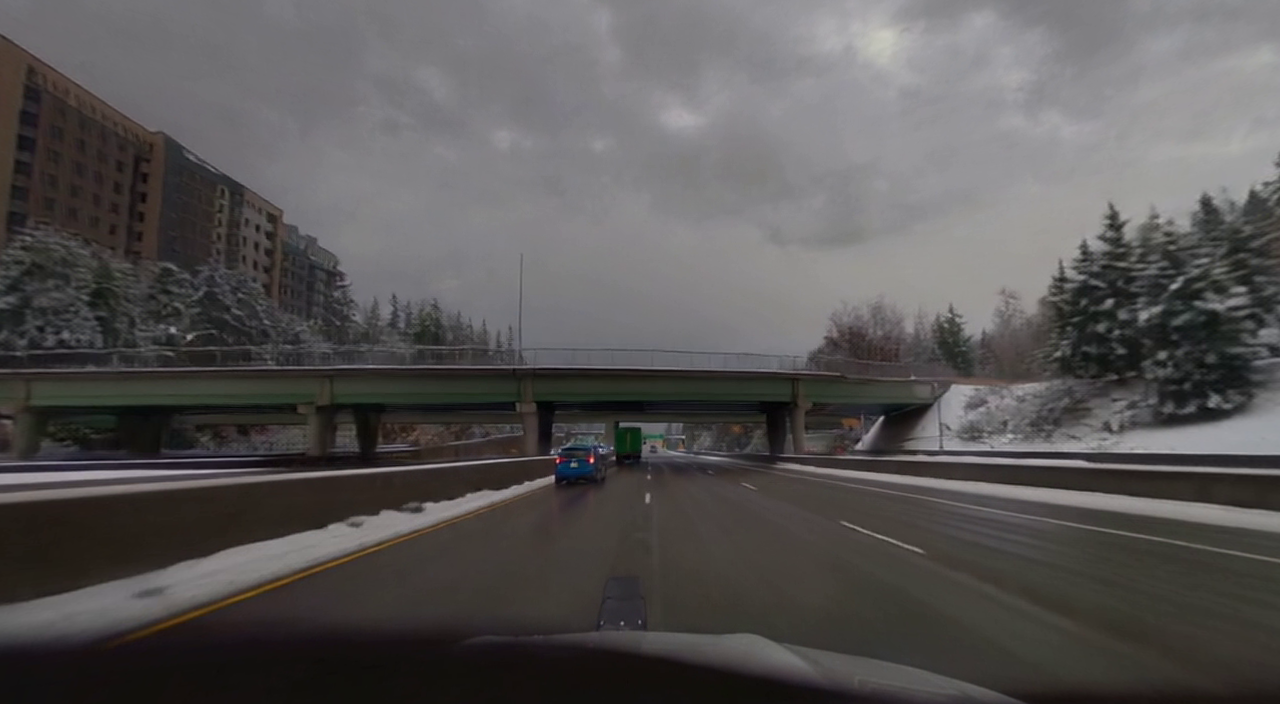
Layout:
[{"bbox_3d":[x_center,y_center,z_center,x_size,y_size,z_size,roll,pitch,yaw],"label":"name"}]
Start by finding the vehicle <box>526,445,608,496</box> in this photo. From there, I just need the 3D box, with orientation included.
[{"bbox_3d":[-2.252,3.838,20.764,2.039,1.478,4.483,0,-9,2],"label":"vehicle"}]
